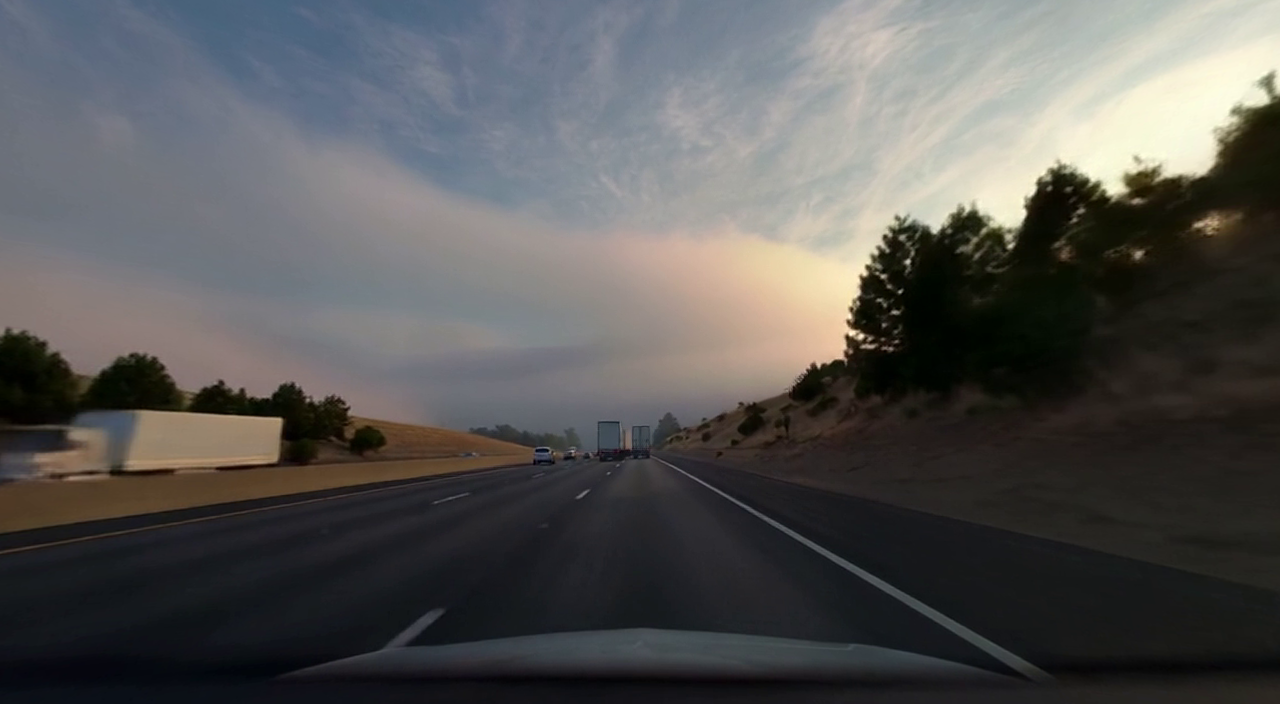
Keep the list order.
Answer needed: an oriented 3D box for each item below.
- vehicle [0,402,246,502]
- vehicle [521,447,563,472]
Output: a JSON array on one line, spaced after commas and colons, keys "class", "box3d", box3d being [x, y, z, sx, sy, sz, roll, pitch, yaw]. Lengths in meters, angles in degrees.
[{"class": "vehicle", "box3d": [-22.750, 4.556, 28.798, 2.948, 3.729, 10.045, 0, -9, 0]}, {"class": "vehicle", "box3d": [-6.317, 6.987, 41.116, 2.091, 1.527, 4.455, 0, -9, -1]}]
